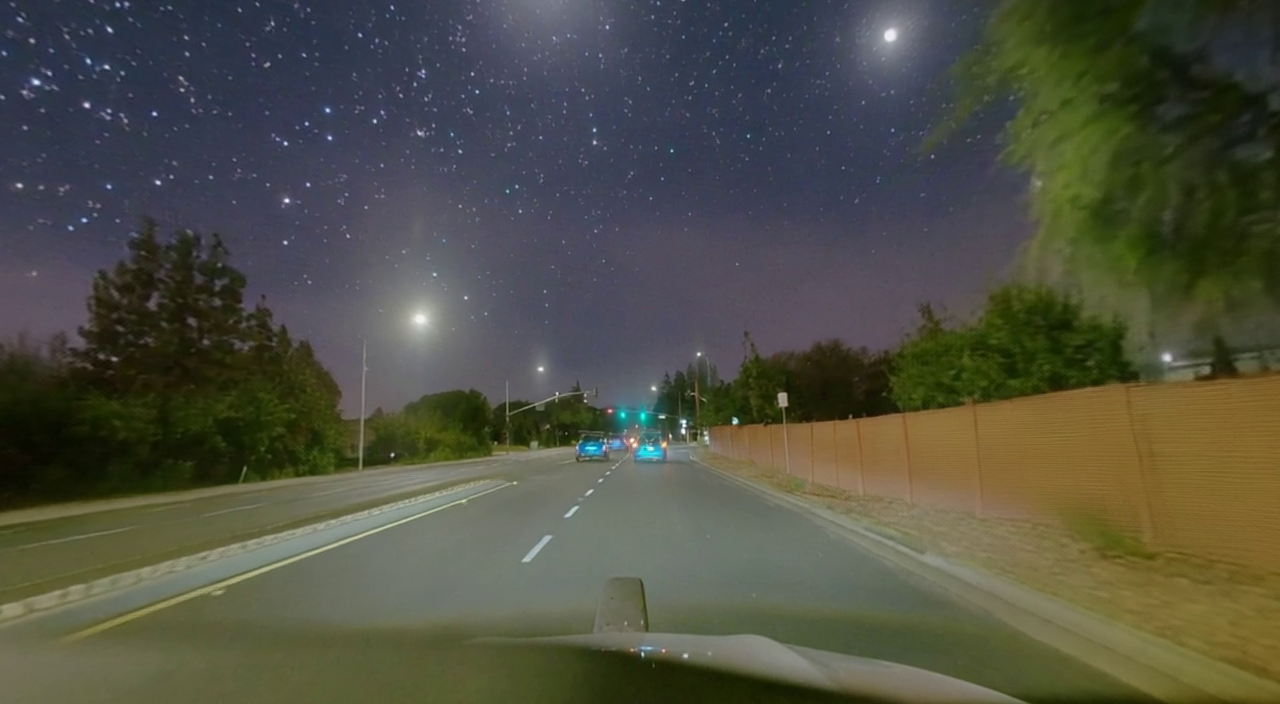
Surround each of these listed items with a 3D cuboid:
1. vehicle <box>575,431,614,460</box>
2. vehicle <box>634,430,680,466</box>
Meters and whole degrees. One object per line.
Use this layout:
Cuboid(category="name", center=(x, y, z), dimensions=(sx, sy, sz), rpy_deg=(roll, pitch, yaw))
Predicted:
Cuboid(category="vehicle", center=(-2.907, 6.144, 41.400), dimensions=(2.190, 1.766, 4.394), rpy_deg=(0, -8, 1))
Cuboid(category="vehicle", center=(0.813, 4.848, 31.834), dimensions=(2.127, 1.665, 3.993), rpy_deg=(0, -8, 0))
